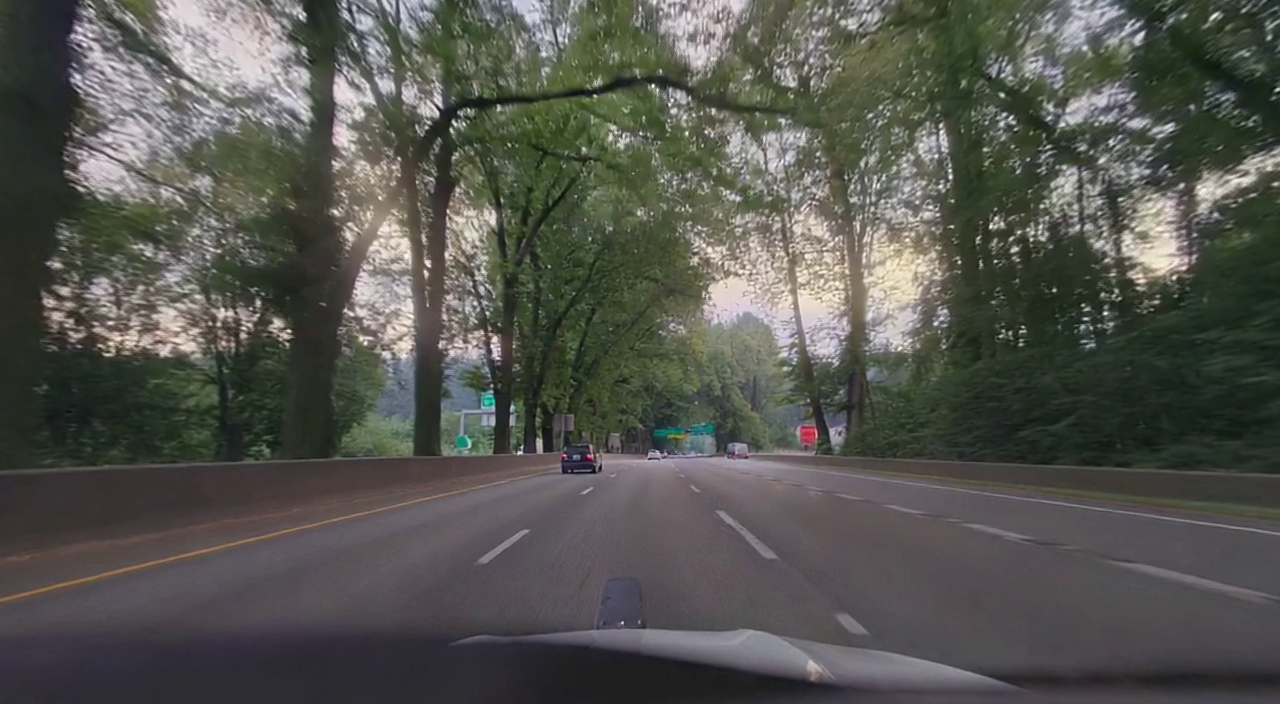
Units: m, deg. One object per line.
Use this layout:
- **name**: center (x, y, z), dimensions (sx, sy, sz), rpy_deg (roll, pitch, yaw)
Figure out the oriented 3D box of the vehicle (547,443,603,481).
- **vehicle**: center (-3.014, 5.213, 30.108), dimensions (2.086, 1.650, 4.122), rpy_deg (0, -9, 2)
